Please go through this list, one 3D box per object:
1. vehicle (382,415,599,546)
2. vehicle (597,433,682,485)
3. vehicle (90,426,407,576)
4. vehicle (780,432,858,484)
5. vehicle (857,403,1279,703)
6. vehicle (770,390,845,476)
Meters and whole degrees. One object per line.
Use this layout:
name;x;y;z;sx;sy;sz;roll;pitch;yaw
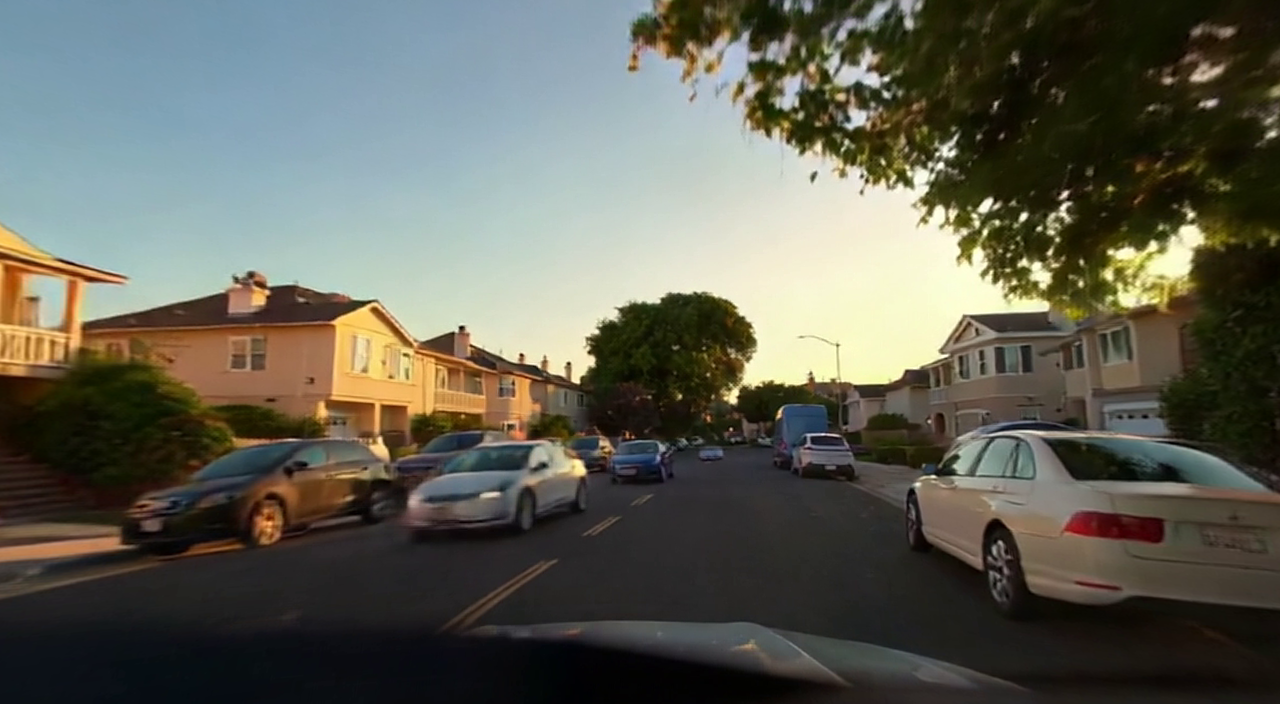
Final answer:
vehicle;-2.134;1.966;10.452;1.959;1.670;4.255;-2;-8;10
vehicle;0.088;3.401;20.477;1.889;1.505;3.849;-2;-8;13
vehicle;-4.997;1.857;8.791;1.828;1.488;3.785;-3;-6;5
vehicle;5.748;3.404;20.766;1.955;1.500;4.410;-1;-8;9
vehicle;3.439;1.326;5.562;2.052;1.499;4.699;-1;-8;9
vehicle;6.745;3.379;26.154;2.317;3.096;6.383;-1;-8;9
